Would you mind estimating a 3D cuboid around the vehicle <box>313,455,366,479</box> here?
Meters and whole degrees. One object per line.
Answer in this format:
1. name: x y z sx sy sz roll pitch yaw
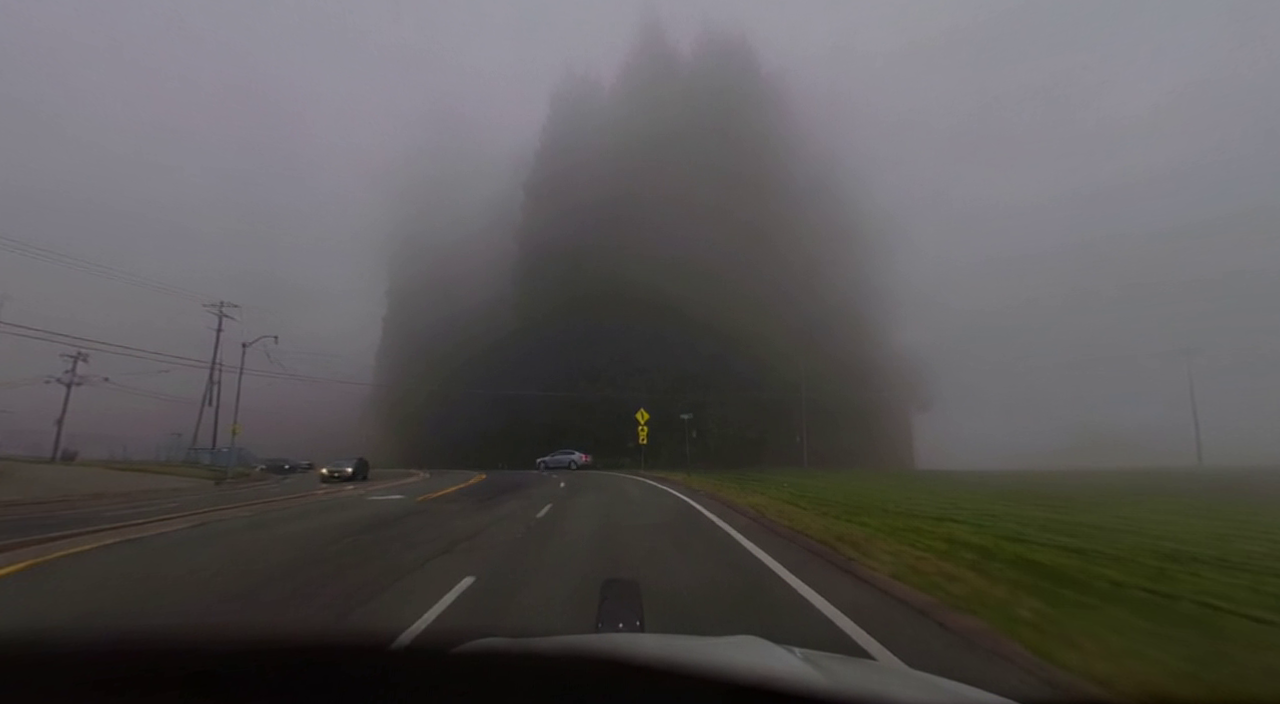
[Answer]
1. vehicle: -20.442 7.831 43.206 1.942 1.470 4.566 1 -9 -8
